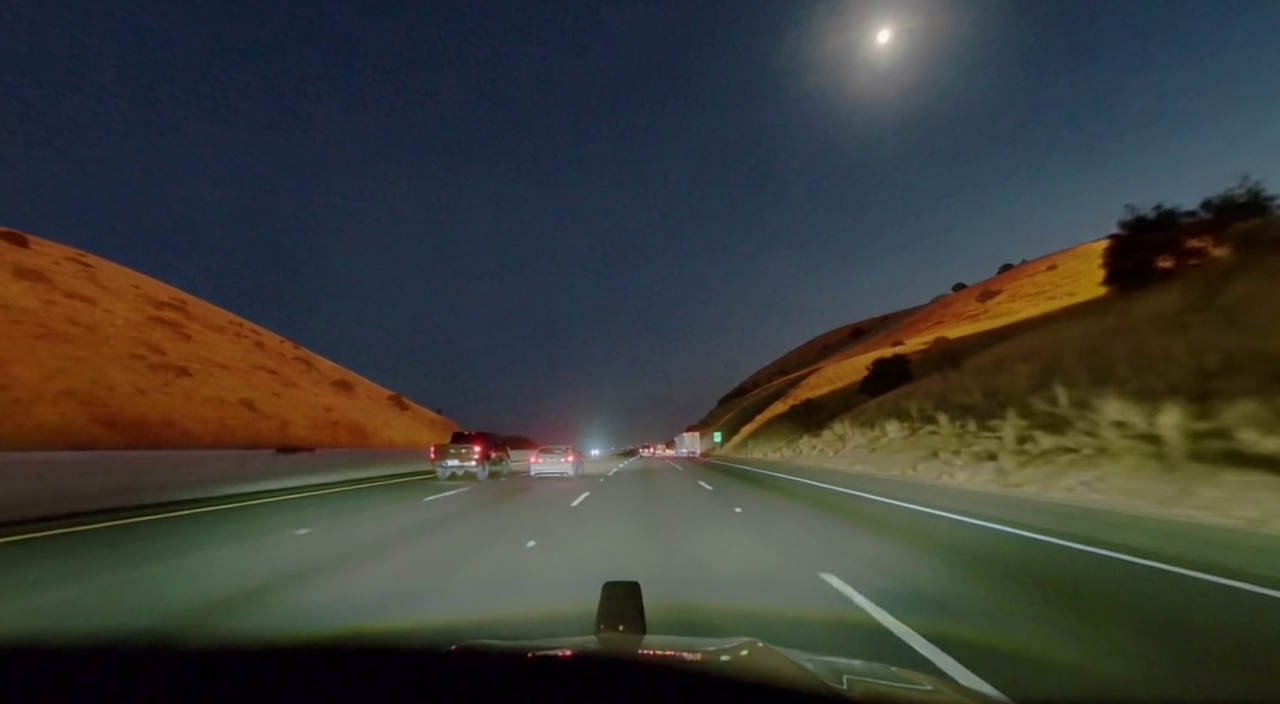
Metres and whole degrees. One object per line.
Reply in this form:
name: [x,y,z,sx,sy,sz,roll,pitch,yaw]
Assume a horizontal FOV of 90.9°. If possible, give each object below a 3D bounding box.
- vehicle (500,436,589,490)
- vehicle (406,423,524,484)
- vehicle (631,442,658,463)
vehicle: [-2.978,3.589,20.756,2.091,1.552,4.516,0,-8,2]
vehicle: [-6.583,3.938,24.768,2.589,2.063,6.206,0,-8,2]
vehicle: [0.371,7.790,49.176,2.031,1.566,3.904,0,-8,0]
